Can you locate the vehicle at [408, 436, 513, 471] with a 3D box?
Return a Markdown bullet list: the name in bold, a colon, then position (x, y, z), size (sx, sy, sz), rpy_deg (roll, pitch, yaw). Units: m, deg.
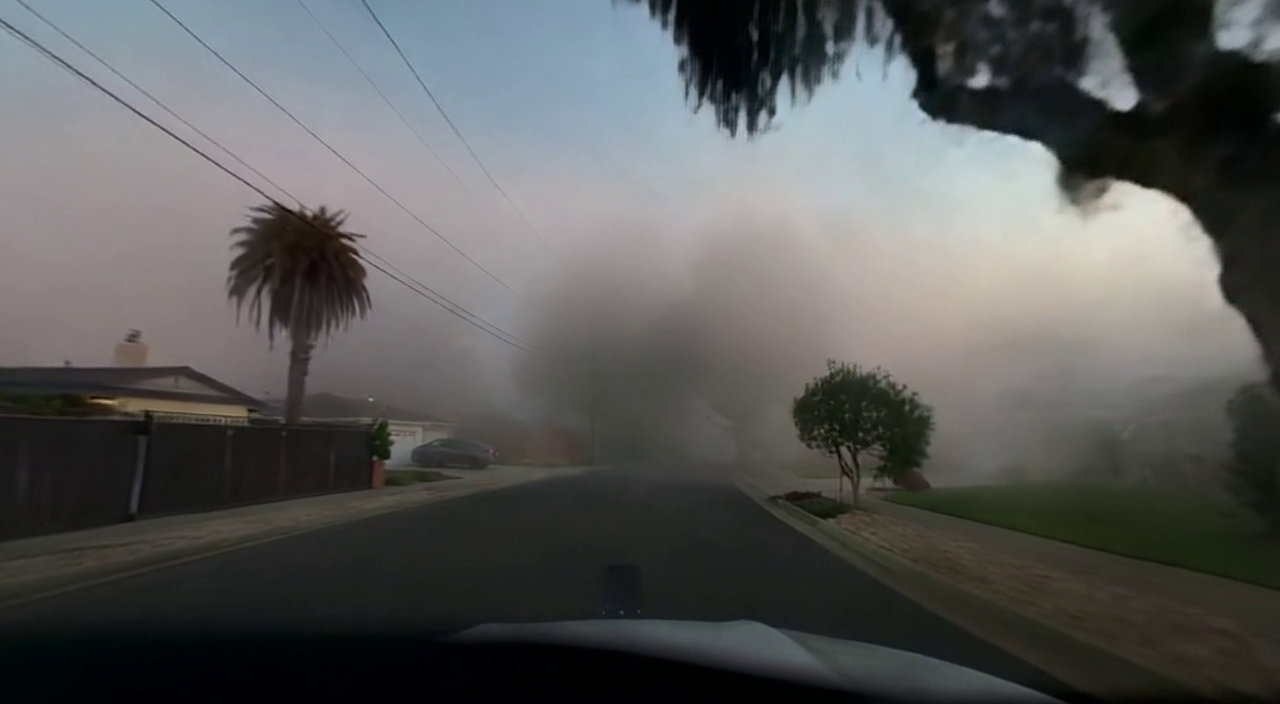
- **vehicle**: position (-10.522, 5.976, 37.283), size (5.497, 1.983, 2.191), rpy_deg (-1, -9, 5)
